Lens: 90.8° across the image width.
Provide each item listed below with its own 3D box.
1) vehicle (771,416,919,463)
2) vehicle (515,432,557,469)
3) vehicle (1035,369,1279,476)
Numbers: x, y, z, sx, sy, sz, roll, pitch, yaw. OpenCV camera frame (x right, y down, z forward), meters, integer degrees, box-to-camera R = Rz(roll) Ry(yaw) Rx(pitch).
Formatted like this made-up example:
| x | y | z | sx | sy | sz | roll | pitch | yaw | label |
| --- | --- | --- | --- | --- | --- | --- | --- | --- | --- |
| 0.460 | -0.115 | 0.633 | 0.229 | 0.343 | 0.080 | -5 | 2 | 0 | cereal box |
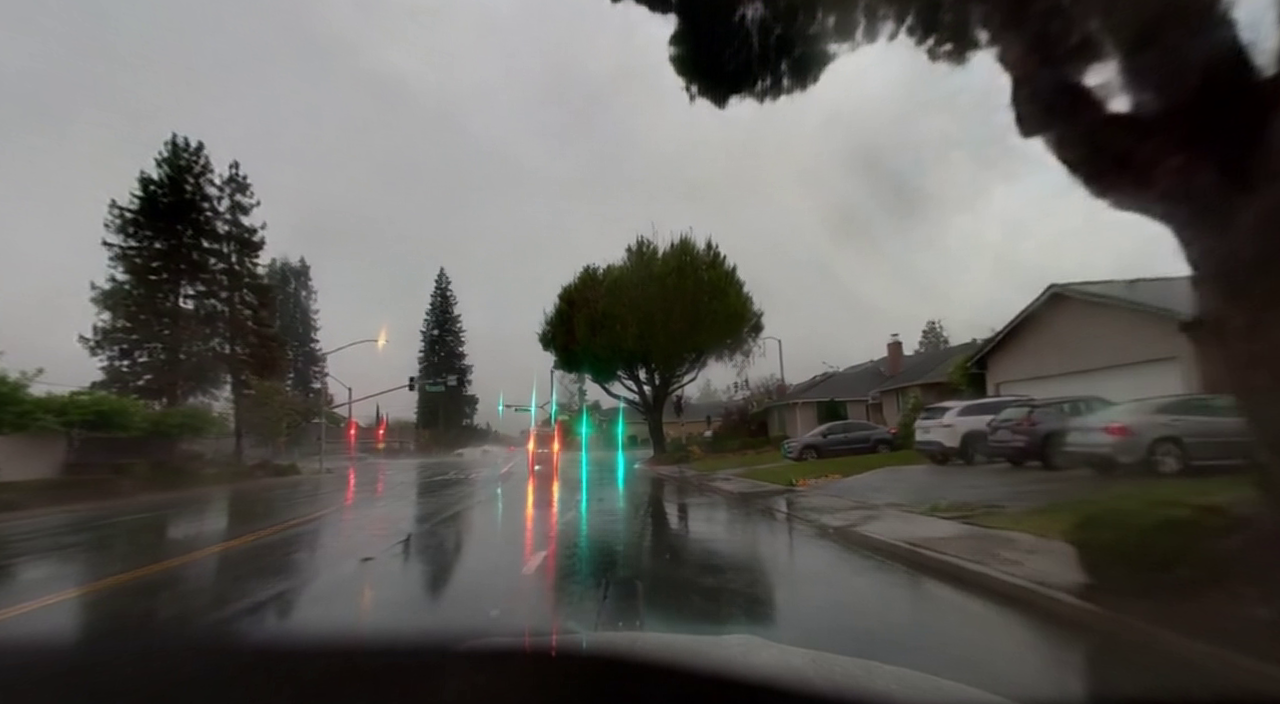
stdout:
| x | y | z | sx | sy | sz | roll | pitch | yaw | label |
| --- | --- | --- | --- | --- | --- | --- | --- | --- | --- |
| 7.374 | 3.191 | 23.008 | 4.663 | 1.618 | 1.962 | 1 | -8 | -7 | vehicle |
| -5.461 | 5.212 | 33.582 | 2.041 | 1.834 | 4.679 | 1 | -8 | -8 | vehicle |
| 9.697 | 1.224 | 10.820 | 4.590 | 1.648 | 1.876 | 0 | -8 | -3 | vehicle |
